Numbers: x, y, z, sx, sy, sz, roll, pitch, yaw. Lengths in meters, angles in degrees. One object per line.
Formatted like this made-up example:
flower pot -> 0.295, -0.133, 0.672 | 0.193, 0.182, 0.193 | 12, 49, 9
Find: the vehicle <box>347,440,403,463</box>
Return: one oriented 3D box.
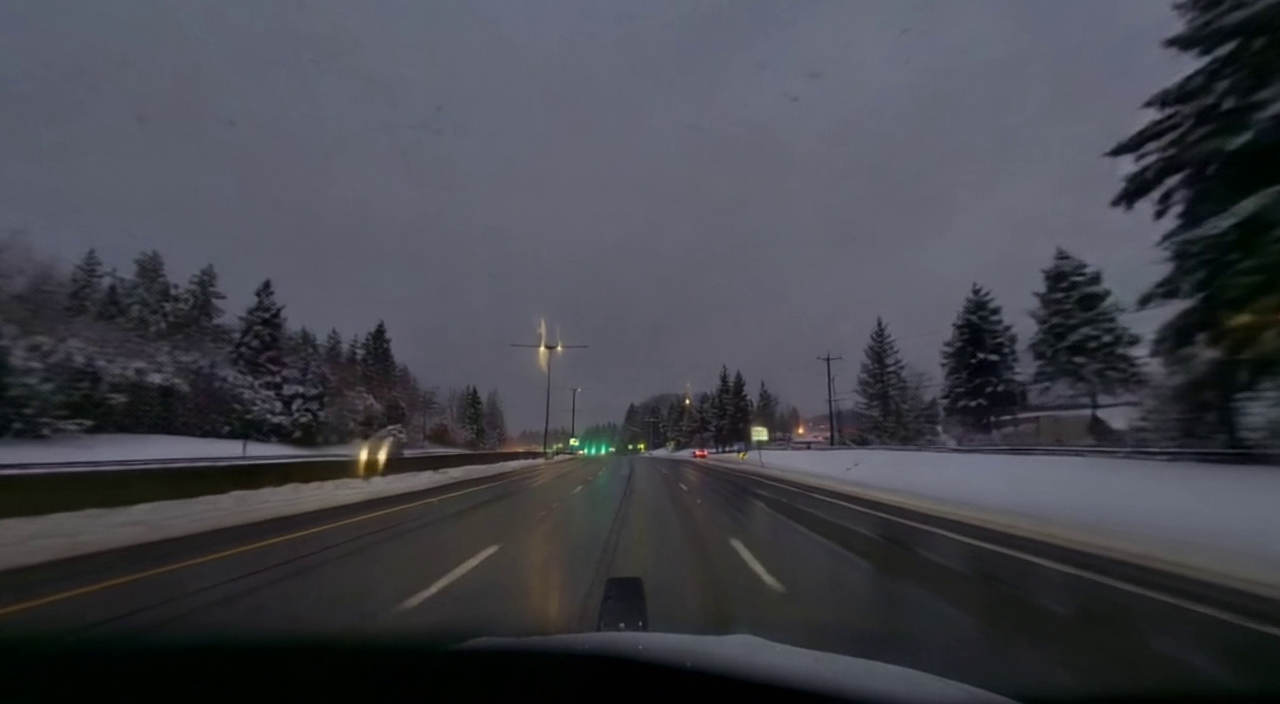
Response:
vehicle -> -19.388, 7.306, 46.361 | 1.954, 1.614, 4.884 | 0, -9, 0
